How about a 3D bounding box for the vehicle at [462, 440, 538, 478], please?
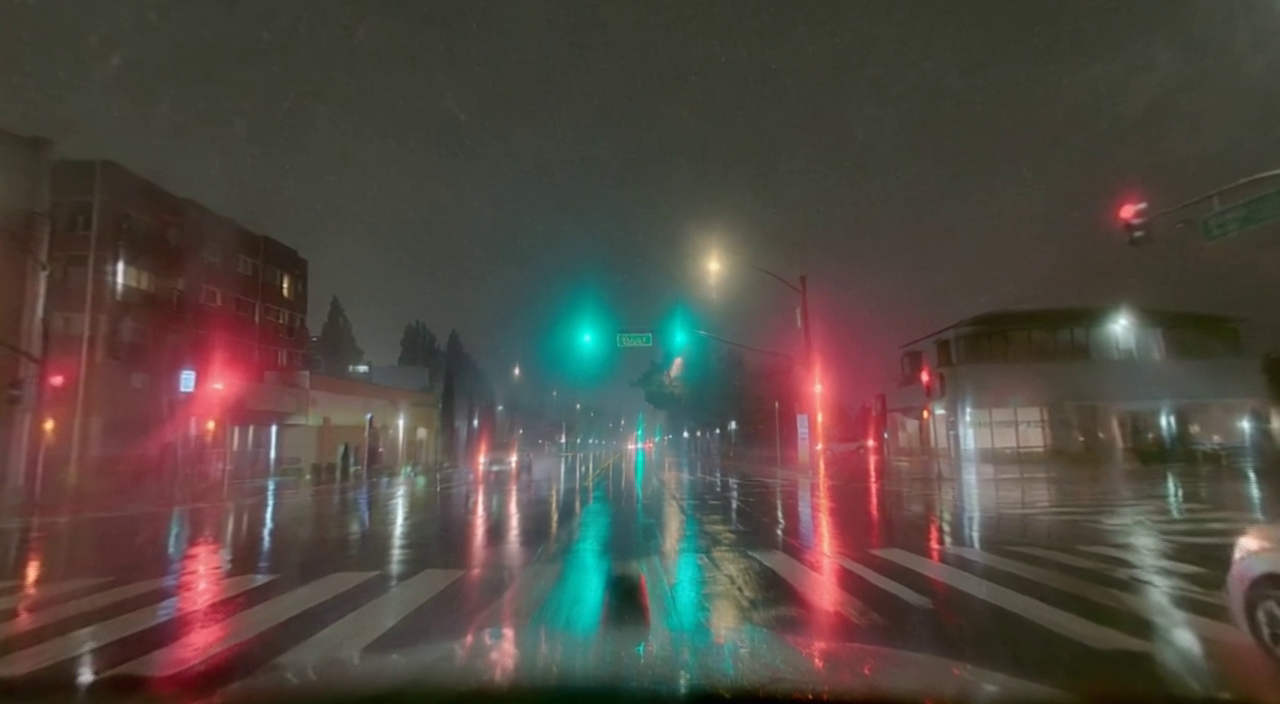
[{"bbox_3d":[-5.849,4.509,26.934,2.127,1.473,4.428,0,-8,1],"label":"vehicle"}]
